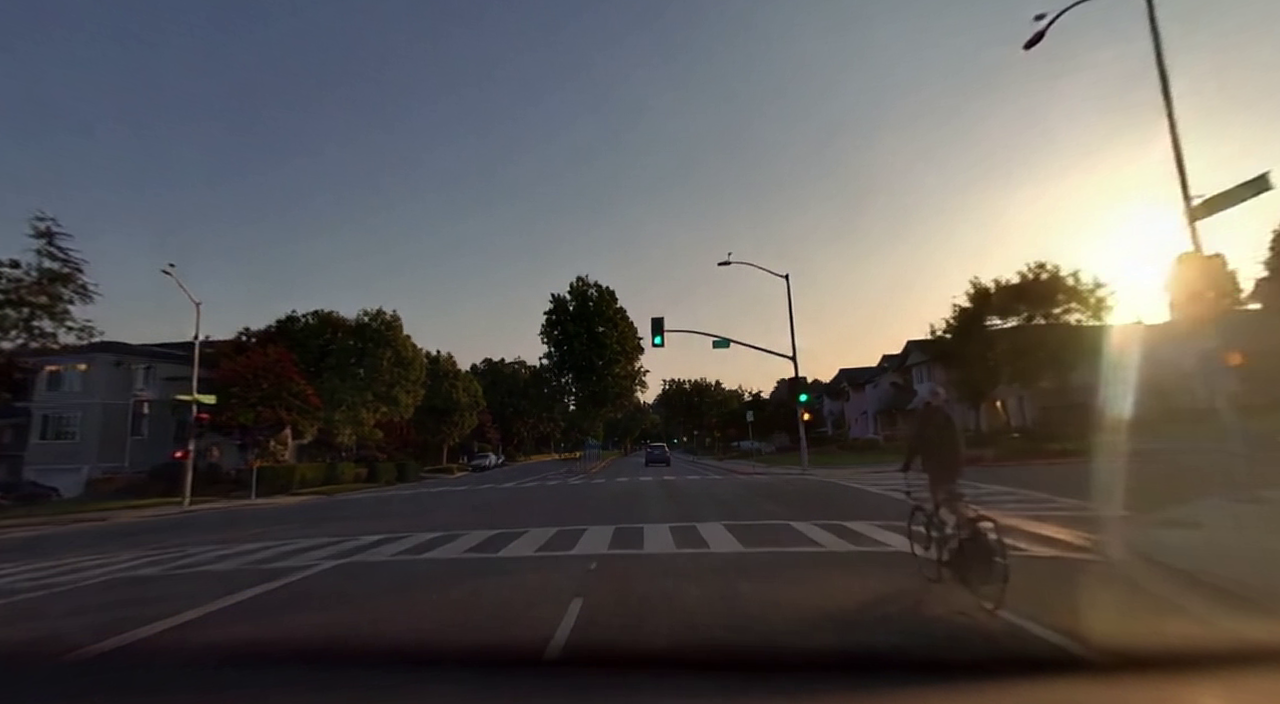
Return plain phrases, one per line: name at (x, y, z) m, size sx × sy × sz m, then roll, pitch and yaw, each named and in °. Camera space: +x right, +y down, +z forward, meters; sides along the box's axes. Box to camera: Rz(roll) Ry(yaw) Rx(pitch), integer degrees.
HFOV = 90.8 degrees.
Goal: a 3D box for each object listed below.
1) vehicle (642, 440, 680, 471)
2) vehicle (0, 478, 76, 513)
vehicle at (1.328, 6.490, 39.769) m, size 2.215 × 1.799 × 4.426 m, roll -1°, pitch -9°, yaw 2°
vehicle at (-31.785, 7.298, 32.242) m, size 1.816 × 1.475 × 4.497 m, roll 0°, pitch -9°, yaw 0°
